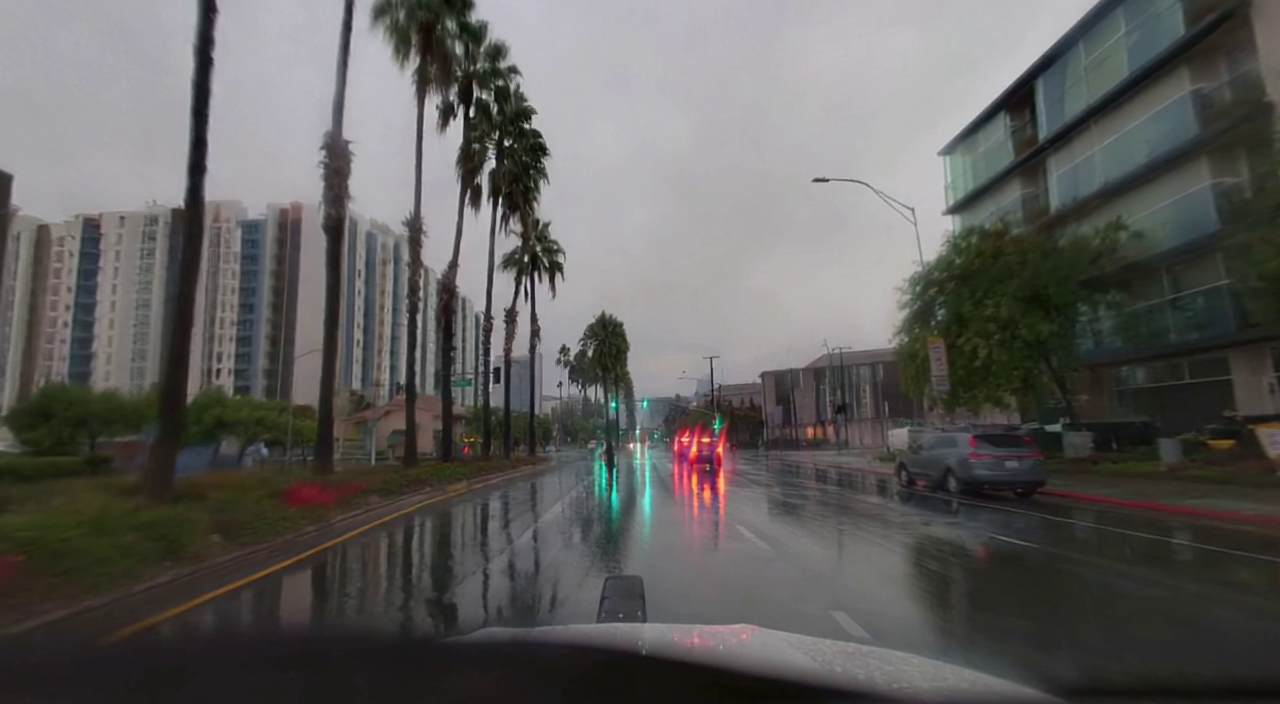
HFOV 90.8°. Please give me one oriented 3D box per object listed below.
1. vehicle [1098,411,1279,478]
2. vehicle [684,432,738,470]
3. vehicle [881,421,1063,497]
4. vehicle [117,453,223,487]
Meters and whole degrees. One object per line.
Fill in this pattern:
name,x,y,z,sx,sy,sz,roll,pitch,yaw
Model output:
vehicle,16.052,2.555,17.505,5.010,1.723,2.113,0,-9,0
vehicle,3.521,5.015,32.139,2.060,1.756,4.770,0,-9,-2
vehicle,8.626,2.840,17.108,2.192,1.725,4.920,0,-9,-1
vehicle,-23.651,5.927,32.059,1.860,1.485,4.833,0,-9,-4
